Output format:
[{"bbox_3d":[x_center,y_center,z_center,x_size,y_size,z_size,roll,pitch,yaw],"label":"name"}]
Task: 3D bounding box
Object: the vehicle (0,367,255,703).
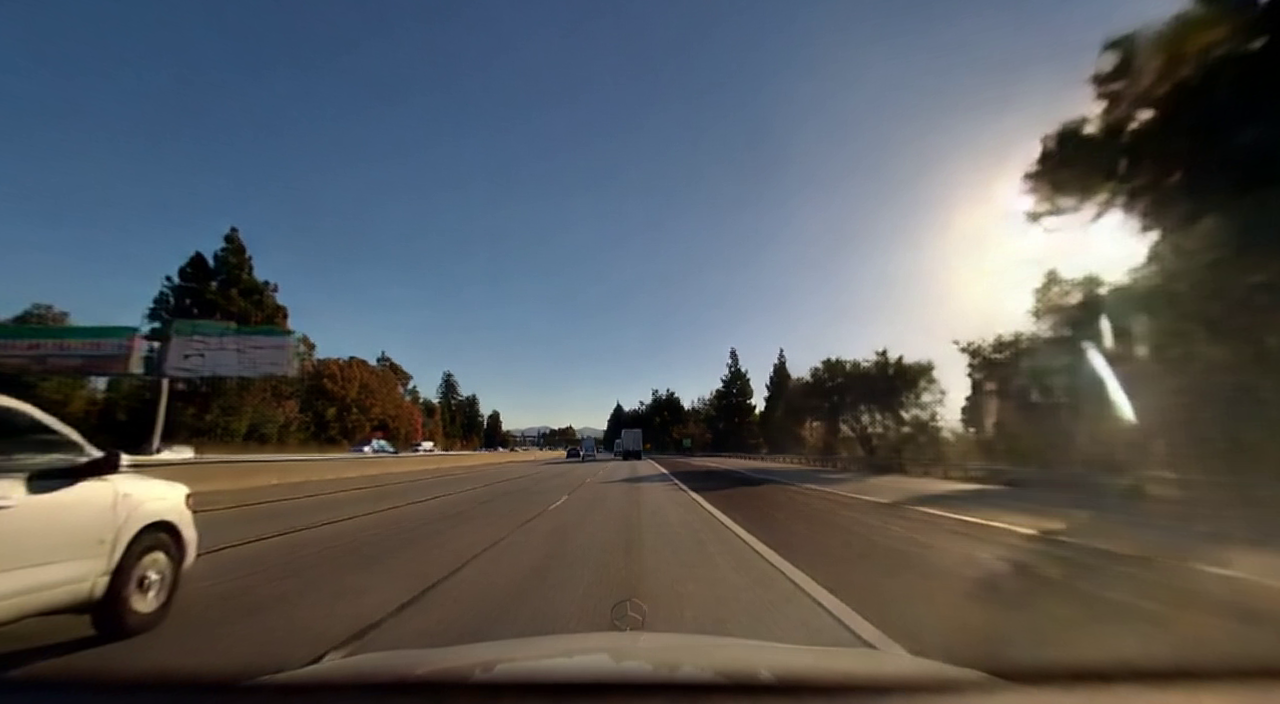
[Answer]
[{"bbox_3d":[-4.203,0.842,2.288,2.316,1.731,5.126,0,-8,0],"label":"vehicle"}]
